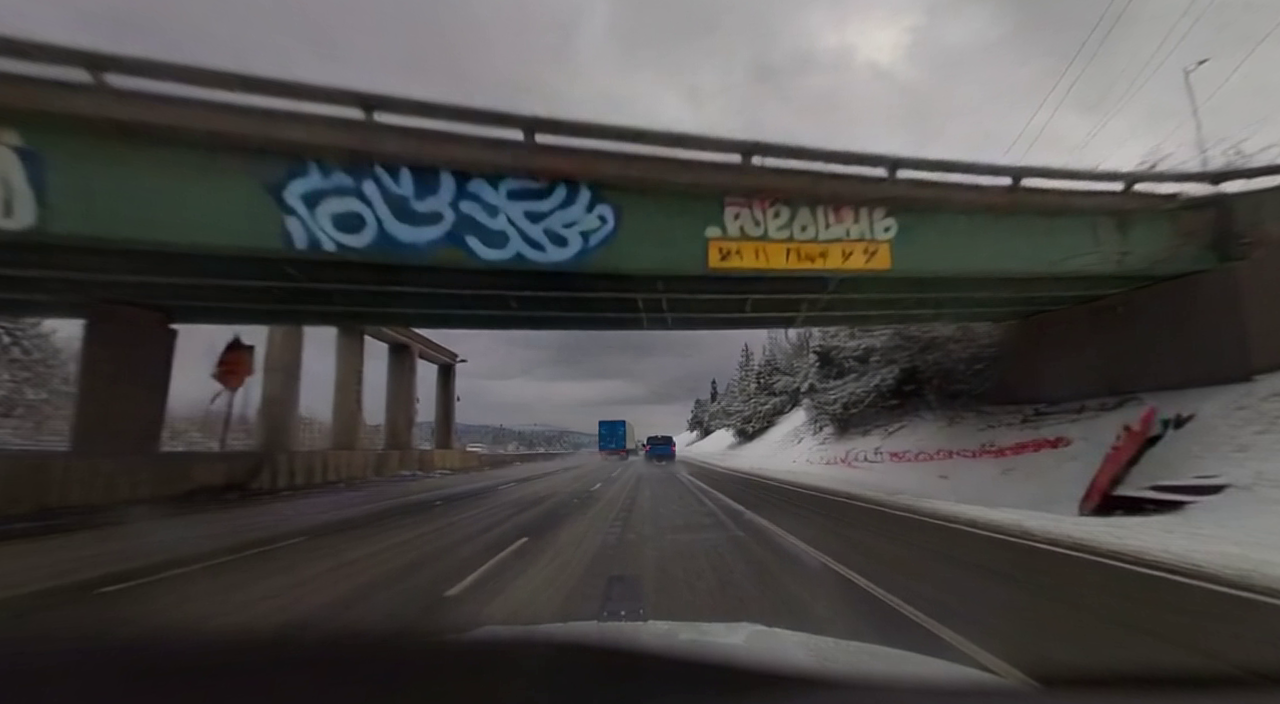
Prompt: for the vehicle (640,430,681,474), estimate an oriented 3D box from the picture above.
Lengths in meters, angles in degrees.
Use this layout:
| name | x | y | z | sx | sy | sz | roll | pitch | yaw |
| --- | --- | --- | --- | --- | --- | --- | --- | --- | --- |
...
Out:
| name | x | y | z | sx | sy | sz | roll | pitch | yaw |
| --- | --- | --- | --- | --- | --- | --- | --- | --- | --- |
| vehicle | 1.231 | 6.471 | 41.008 | 2.462 | 2.627 | 5.799 | 0 | -9 | 0 |
